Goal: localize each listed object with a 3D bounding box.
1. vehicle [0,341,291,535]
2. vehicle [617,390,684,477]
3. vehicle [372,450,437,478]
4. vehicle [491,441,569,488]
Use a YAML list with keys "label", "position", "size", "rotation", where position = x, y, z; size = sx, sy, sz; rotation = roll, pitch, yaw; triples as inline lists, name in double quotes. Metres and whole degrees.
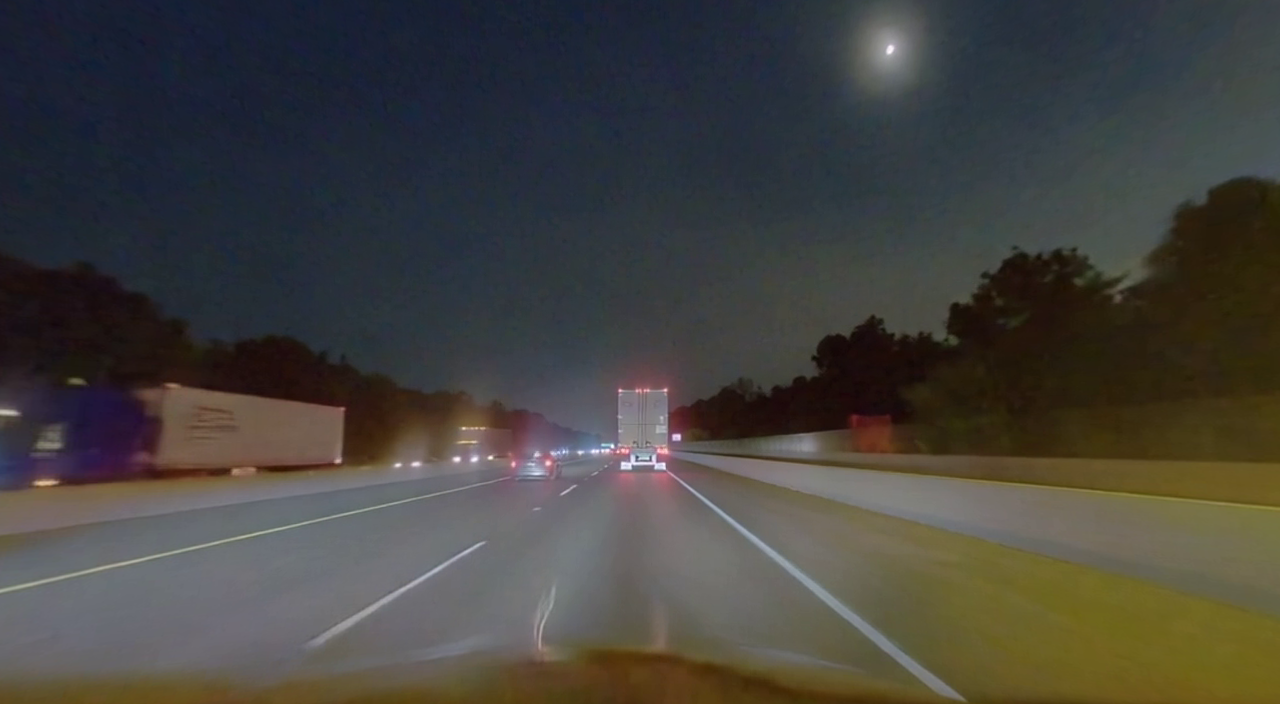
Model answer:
- label: "vehicle"
  position: [-13.438, 2.336, 16.399]
  size: [3.118, 3.575, 9.694]
  rotation: [0, -9, 0]
- label: "vehicle"
  position: [0.381, 4.352, 32.754]
  size: [2.959, 3.828, 9.617]
  rotation: [0, -9, -1]
- label: "vehicle"
  position: [-13.383, 6.396, 36.152]
  size: [1.928, 1.490, 4.689]
  rotation: [0, -9, 0]
- label: "vehicle"
  position: [-3.991, 4.192, 23.783]
  size: [2.074, 1.546, 4.946]
  rotation: [0, -9, 0]
